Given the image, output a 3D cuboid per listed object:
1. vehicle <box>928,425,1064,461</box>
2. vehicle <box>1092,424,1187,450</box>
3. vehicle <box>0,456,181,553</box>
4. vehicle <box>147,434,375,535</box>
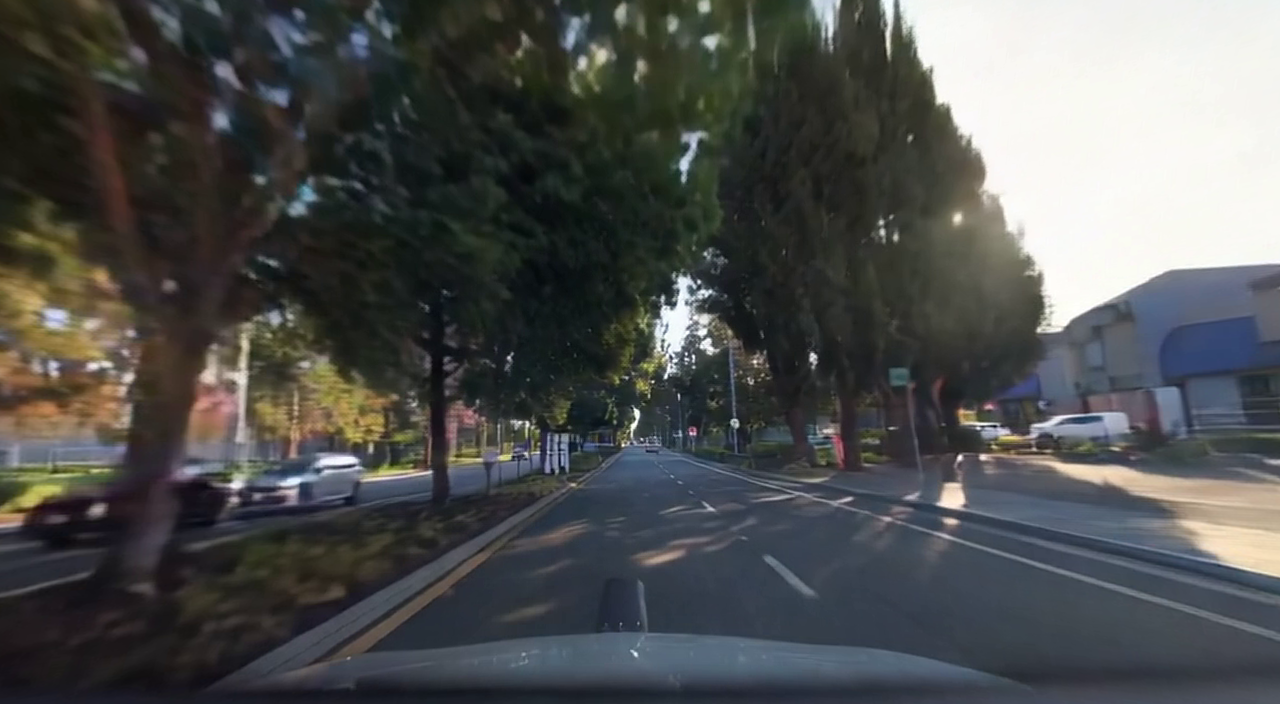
[{"bbox_3d":[16.328,4.211,29.050,4.947,1.587,2.133,0,-9,-2],"label":"vehicle"},{"bbox_3d":[29.614,5.118,37.526,1.749,1.436,4.792,0,-9,0],"label":"vehicle"},{"bbox_3d":[-10.755,2.746,11.694,1.688,1.419,3.783,-5,-8,-1],"label":"vehicle"},{"bbox_3d":[-7.721,2.694,13.551,2.129,1.649,4.647,-3,-8,-1],"label":"vehicle"}]
